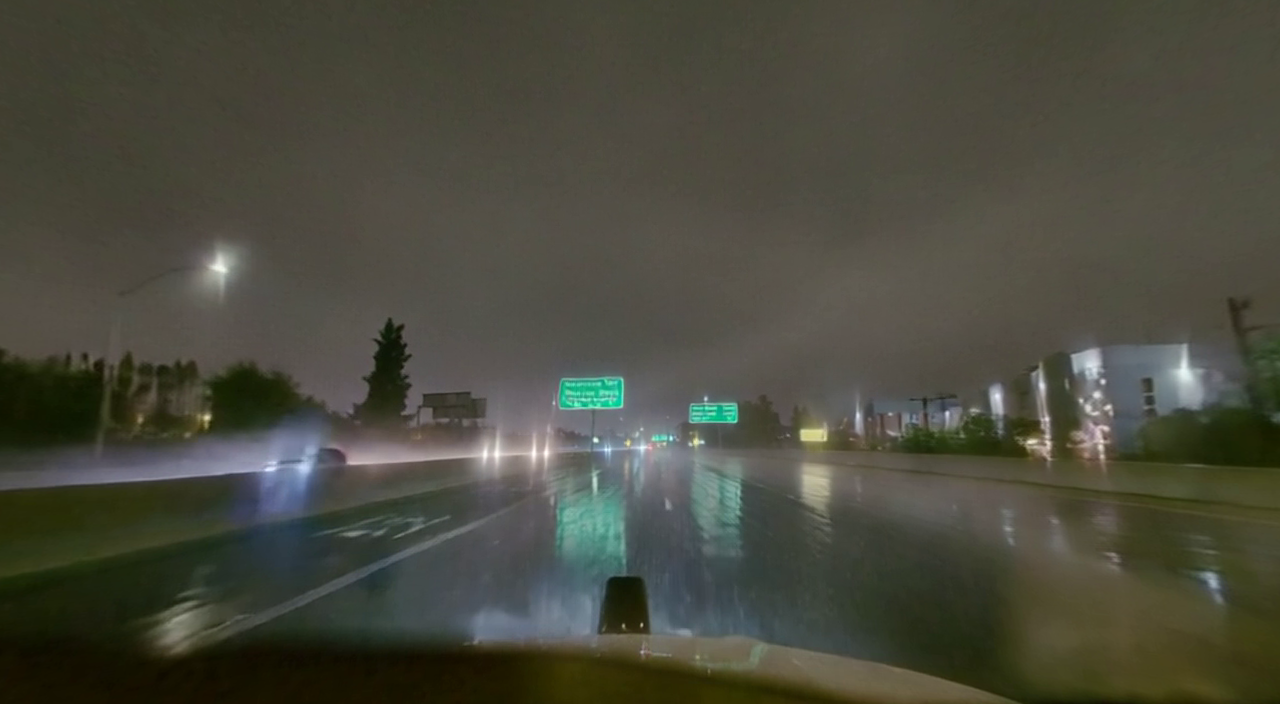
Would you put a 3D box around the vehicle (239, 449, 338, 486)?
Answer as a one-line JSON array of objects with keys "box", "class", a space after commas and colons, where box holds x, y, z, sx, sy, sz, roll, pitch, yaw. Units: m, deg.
[{"box": [-16.258, 5.326, 29.482, 1.830, 1.527, 4.504, -1, -8, 4], "class": "vehicle"}]
